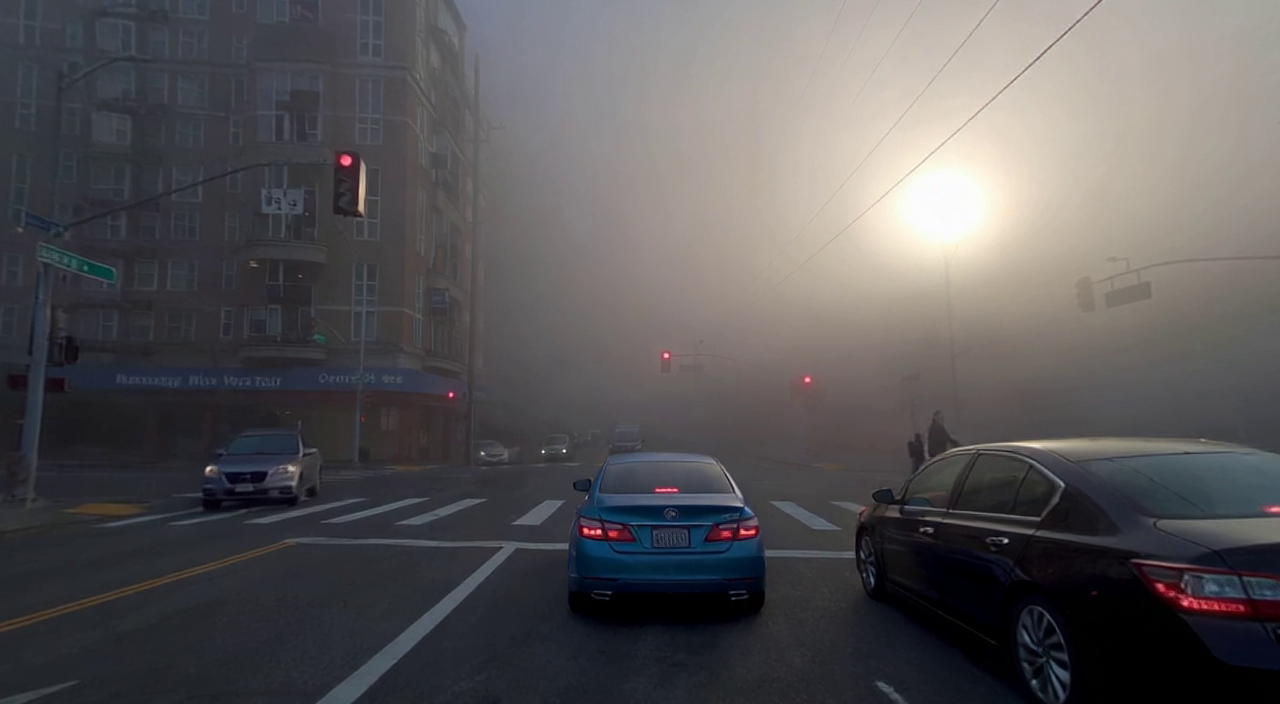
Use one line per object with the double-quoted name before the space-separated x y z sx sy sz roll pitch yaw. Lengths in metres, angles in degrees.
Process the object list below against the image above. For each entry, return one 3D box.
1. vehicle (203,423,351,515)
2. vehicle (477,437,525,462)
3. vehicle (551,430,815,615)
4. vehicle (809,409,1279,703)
"vehicle" -9.490 2.882 16.154 2.338 1.889 5.998 6 -11 -37
"vehicle" -9.401 6.635 42.909 2.030 1.596 3.912 -1 -8 5
"vehicle" 0.251 1.678 7.195 2.132 1.464 4.089 0 -8 -3
"vehicle" 2.810 1.285 4.561 1.961 1.498 4.356 0 -8 0
